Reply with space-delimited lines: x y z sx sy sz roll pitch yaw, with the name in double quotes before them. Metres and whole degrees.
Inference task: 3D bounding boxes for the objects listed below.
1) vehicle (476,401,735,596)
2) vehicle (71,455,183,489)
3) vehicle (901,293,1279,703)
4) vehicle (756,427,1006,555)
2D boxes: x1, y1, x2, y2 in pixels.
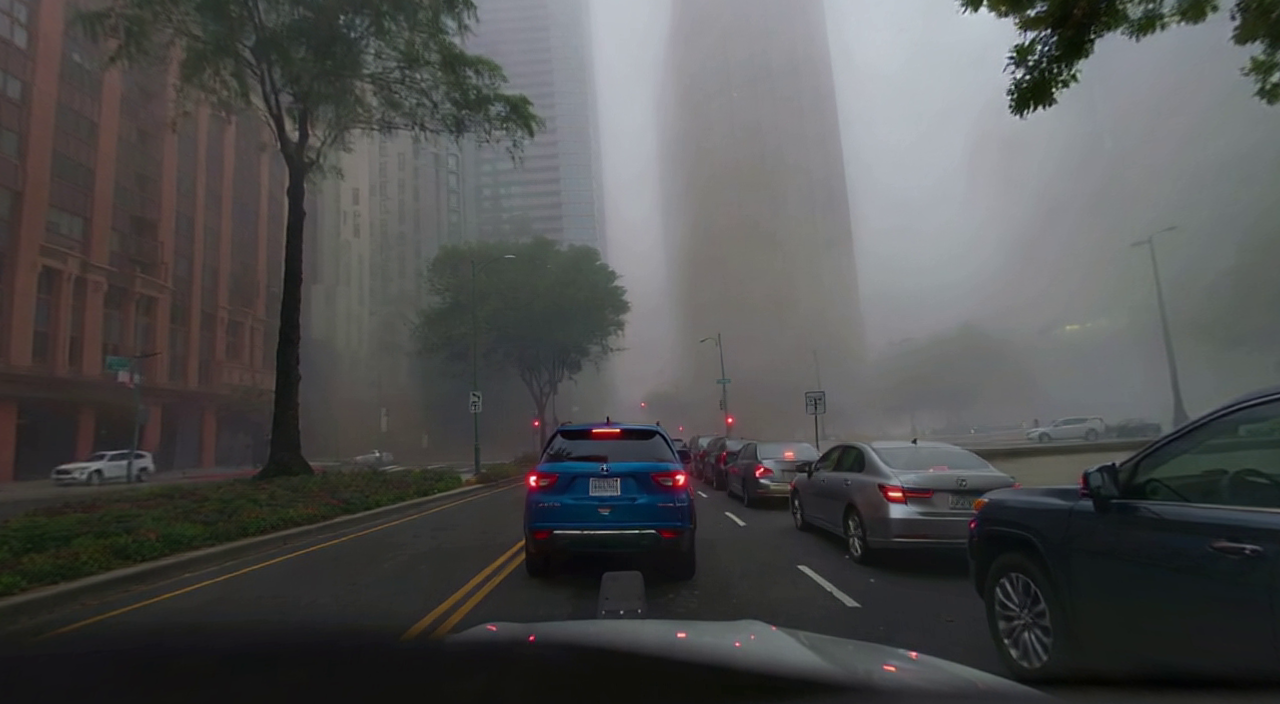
"vehicle" -0.342 1.586 7.639 2.249 1.684 4.084 0 -9 -1
"vehicle" -25.318 5.917 31.429 1.960 1.459 4.699 1 -9 -6
"vehicle" 2.999 0.750 2.245 2.063 1.760 4.664 0 -9 -1
"vehicle" 3.279 1.985 9.808 1.941 1.482 4.632 0 -9 -2
